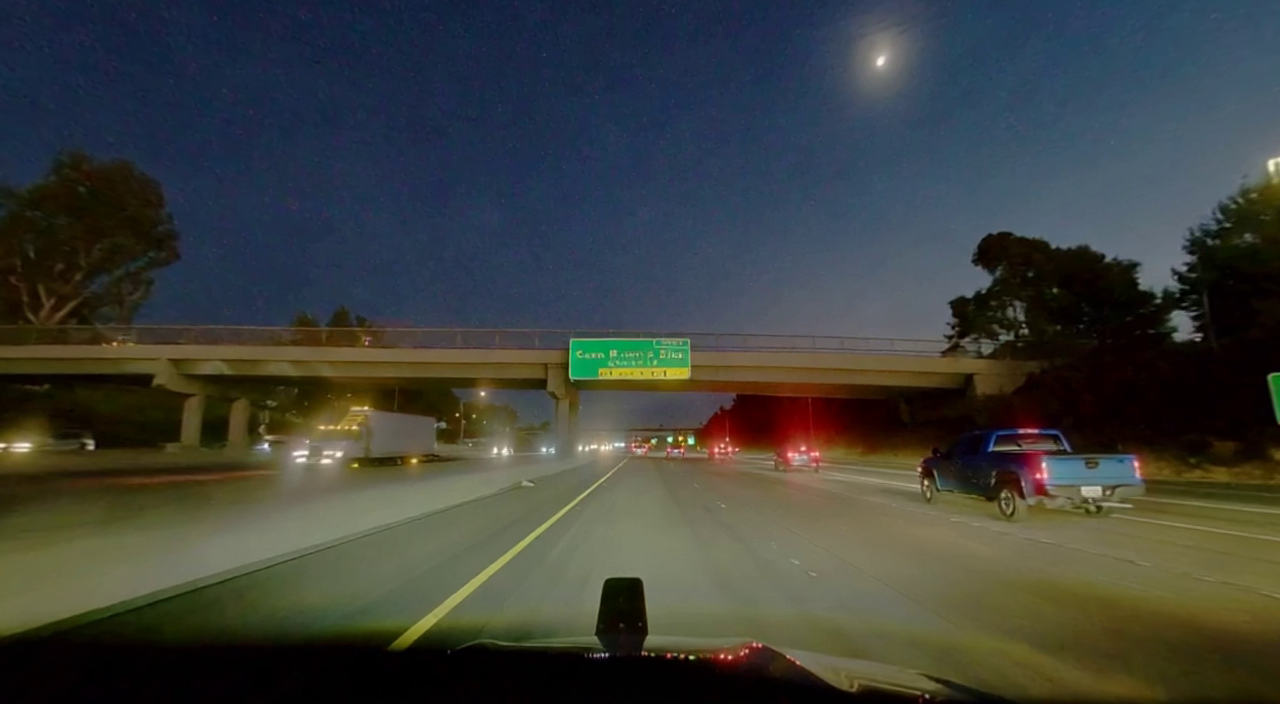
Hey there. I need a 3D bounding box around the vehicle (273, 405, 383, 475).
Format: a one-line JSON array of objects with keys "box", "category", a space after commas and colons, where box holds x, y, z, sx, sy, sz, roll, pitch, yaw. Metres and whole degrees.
[{"box": [-17.969, 5.166, 36.896, 3.019, 3.687, 6.460, 0, -8, 0], "category": "vehicle"}]

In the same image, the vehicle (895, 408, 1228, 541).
[{"box": [7.140, 2.159, 11.898, 2.182, 1.852, 5.926, 0, -8, 0], "category": "vehicle"}]

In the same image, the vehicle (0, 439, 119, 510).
[{"box": [-15.120, 2.835, 14.730, 1.960, 1.556, 4.546, 0, -8, 1], "category": "vehicle"}]
